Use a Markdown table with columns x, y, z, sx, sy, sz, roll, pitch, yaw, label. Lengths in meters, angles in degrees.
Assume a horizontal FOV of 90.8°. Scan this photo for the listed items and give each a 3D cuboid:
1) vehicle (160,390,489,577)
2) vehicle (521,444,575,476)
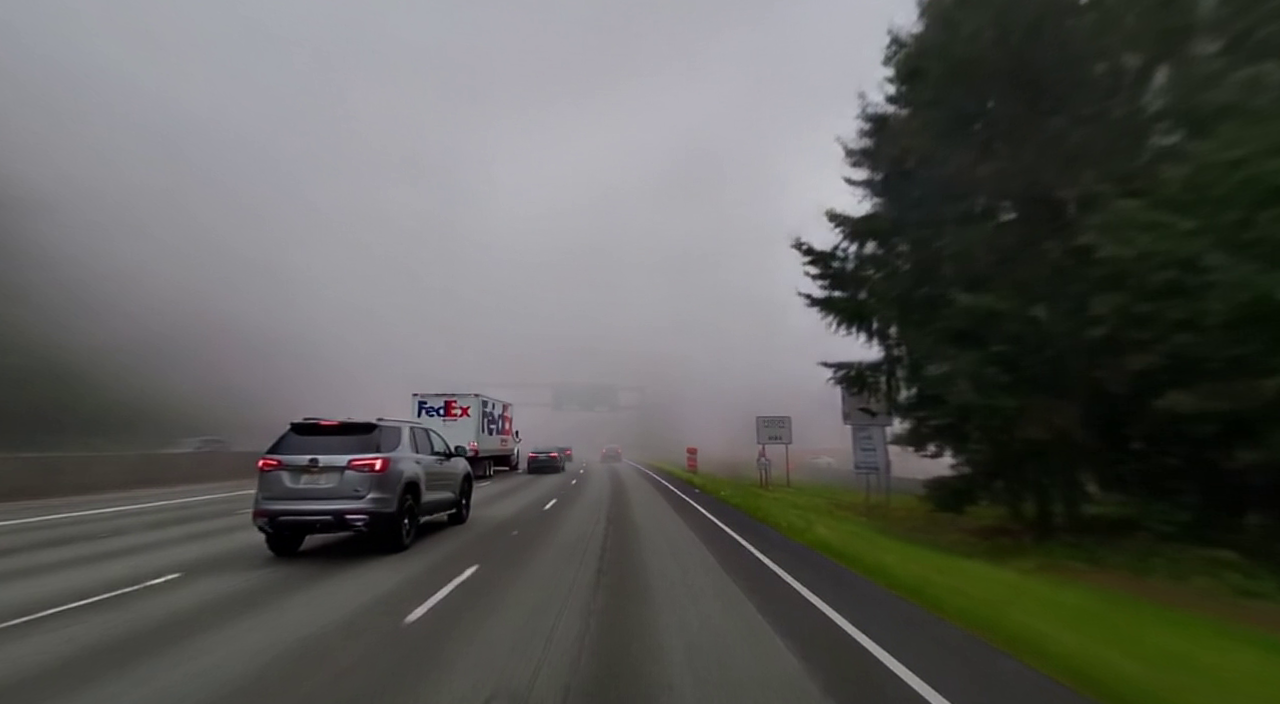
| x | y | z | sx | sy | sz | roll | pitch | yaw | label |
| --- | --- | --- | --- | --- | --- | --- | --- | --- | --- |
| -3.759 | 1.678 | 8.783 | 2.170 | 1.886 | 4.628 | 0 | -9 | 0 | vehicle |
| -4.412 | 5.278 | 31.136 | 2.192 | 1.478 | 4.591 | 0 | -9 | -3 | vehicle |
